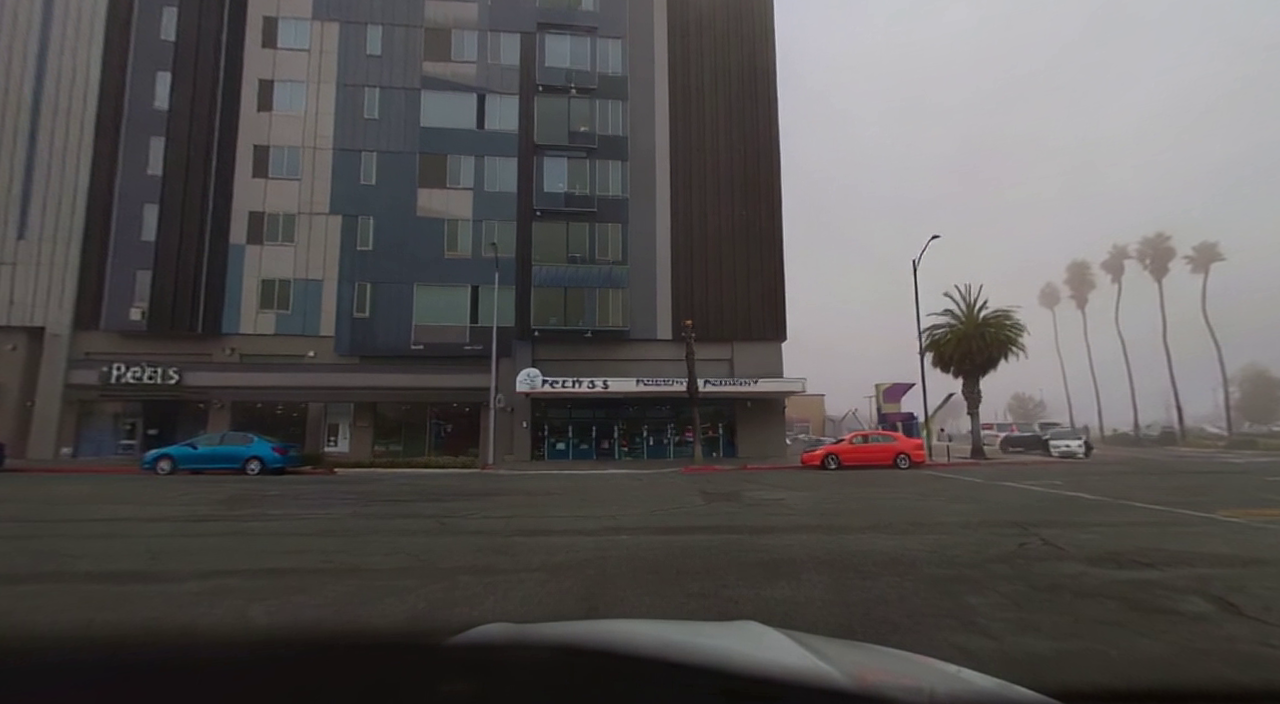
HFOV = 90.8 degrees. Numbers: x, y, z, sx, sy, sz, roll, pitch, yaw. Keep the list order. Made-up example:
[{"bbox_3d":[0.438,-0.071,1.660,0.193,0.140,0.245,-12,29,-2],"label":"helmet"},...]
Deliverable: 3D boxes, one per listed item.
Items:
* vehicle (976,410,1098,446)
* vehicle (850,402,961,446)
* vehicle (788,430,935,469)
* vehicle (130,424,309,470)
[{"bbox_3d":[27.687,5.295,44.248,7.026,2.329,2.545,1,-6,-5],"label":"vehicle"},{"bbox_3d":[15.627,4.254,37.385,5.524,2.504,2.196,0,-7,-4],"label":"vehicle"},{"bbox_3d":[8.160,3.640,23.506,4.782,1.371,1.763,1,-9,-6],"label":"vehicle"},{"bbox_3d":[-14.364,3.284,21.787,4.857,1.497,1.811,0,-9,0],"label":"vehicle"}]
